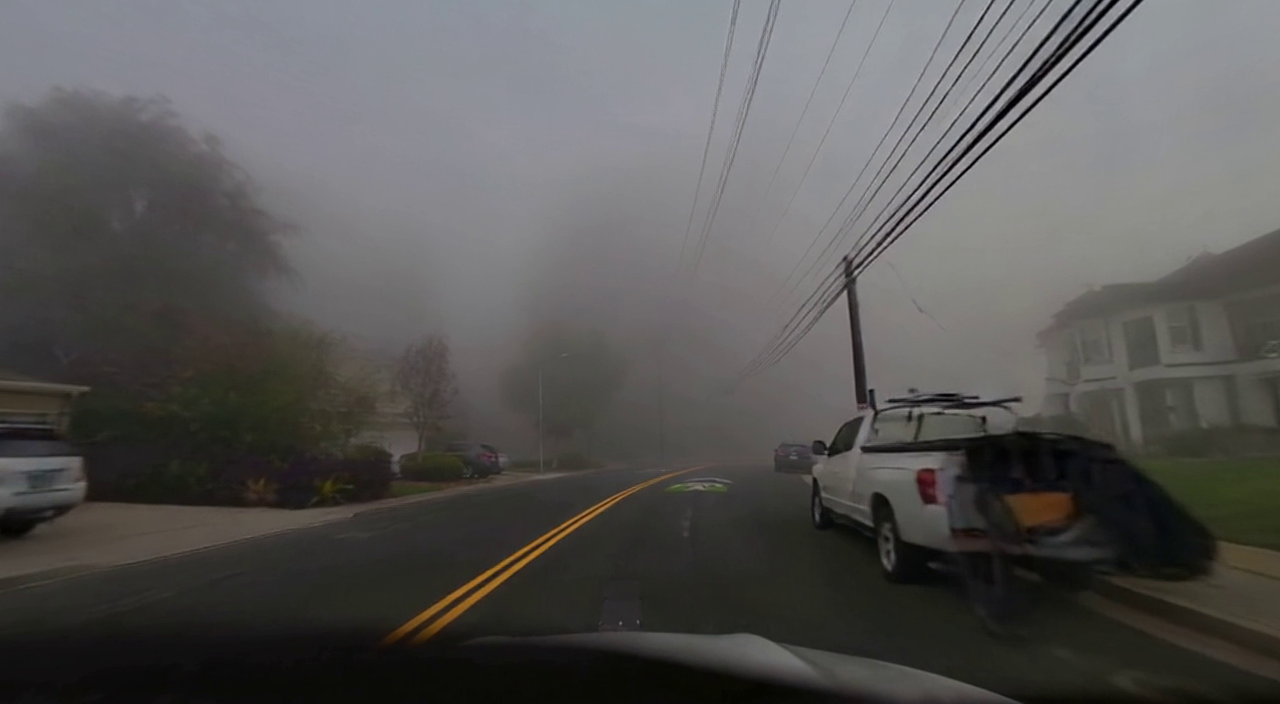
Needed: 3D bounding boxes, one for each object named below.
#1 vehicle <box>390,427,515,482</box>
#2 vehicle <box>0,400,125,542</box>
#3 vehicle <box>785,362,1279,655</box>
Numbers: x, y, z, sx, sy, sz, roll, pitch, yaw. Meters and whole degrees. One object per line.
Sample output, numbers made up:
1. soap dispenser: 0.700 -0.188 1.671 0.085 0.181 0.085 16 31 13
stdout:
1. vehicle: -9.003 4.911 30.497 5.228 2.041 2.023 4 -7 11
2. vehicle: -11.732 1.796 9.730 5.632 1.957 2.302 0 -9 3
3. vehicle: 3.472 1.512 7.499 2.273 1.938 6.400 0 -9 3
